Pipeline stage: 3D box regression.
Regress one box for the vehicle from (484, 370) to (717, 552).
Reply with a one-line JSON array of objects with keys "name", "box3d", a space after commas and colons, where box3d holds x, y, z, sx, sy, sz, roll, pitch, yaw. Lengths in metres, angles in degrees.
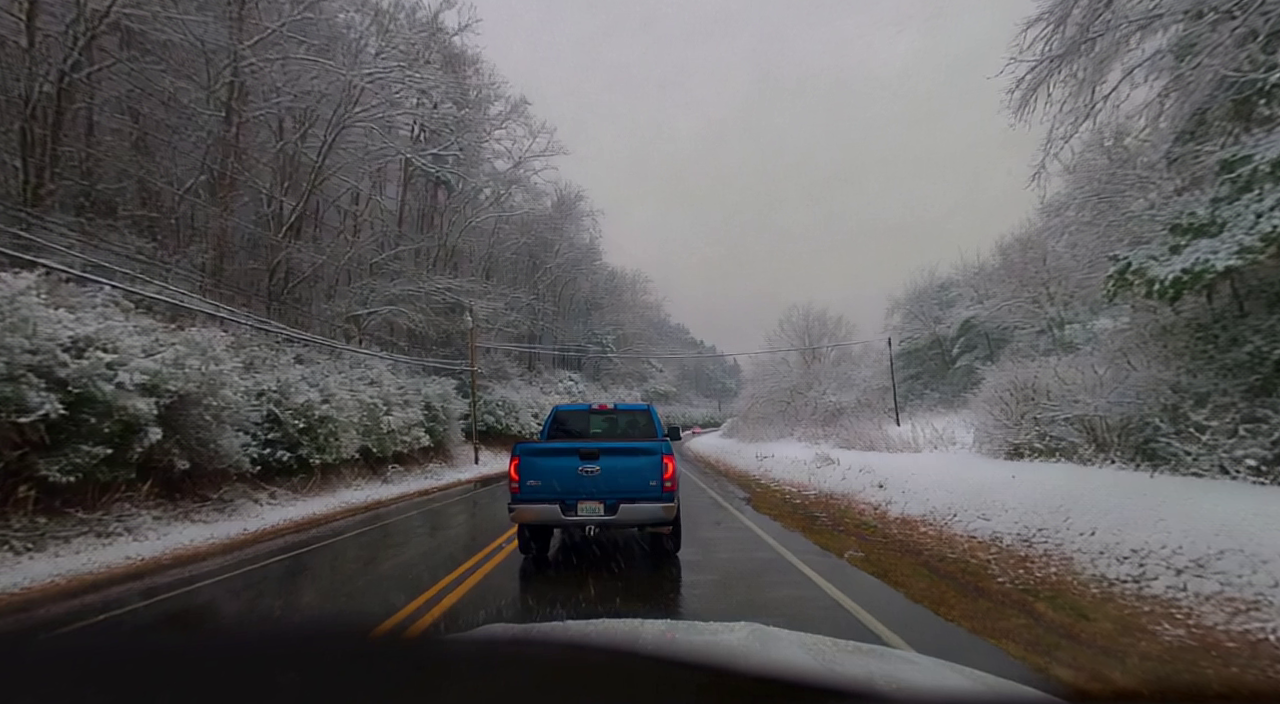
[{"name": "vehicle", "box3d": [-0.529, 1.761, 10.772, 2.837, 2.223, 5.885, 0, -8, -1]}]
